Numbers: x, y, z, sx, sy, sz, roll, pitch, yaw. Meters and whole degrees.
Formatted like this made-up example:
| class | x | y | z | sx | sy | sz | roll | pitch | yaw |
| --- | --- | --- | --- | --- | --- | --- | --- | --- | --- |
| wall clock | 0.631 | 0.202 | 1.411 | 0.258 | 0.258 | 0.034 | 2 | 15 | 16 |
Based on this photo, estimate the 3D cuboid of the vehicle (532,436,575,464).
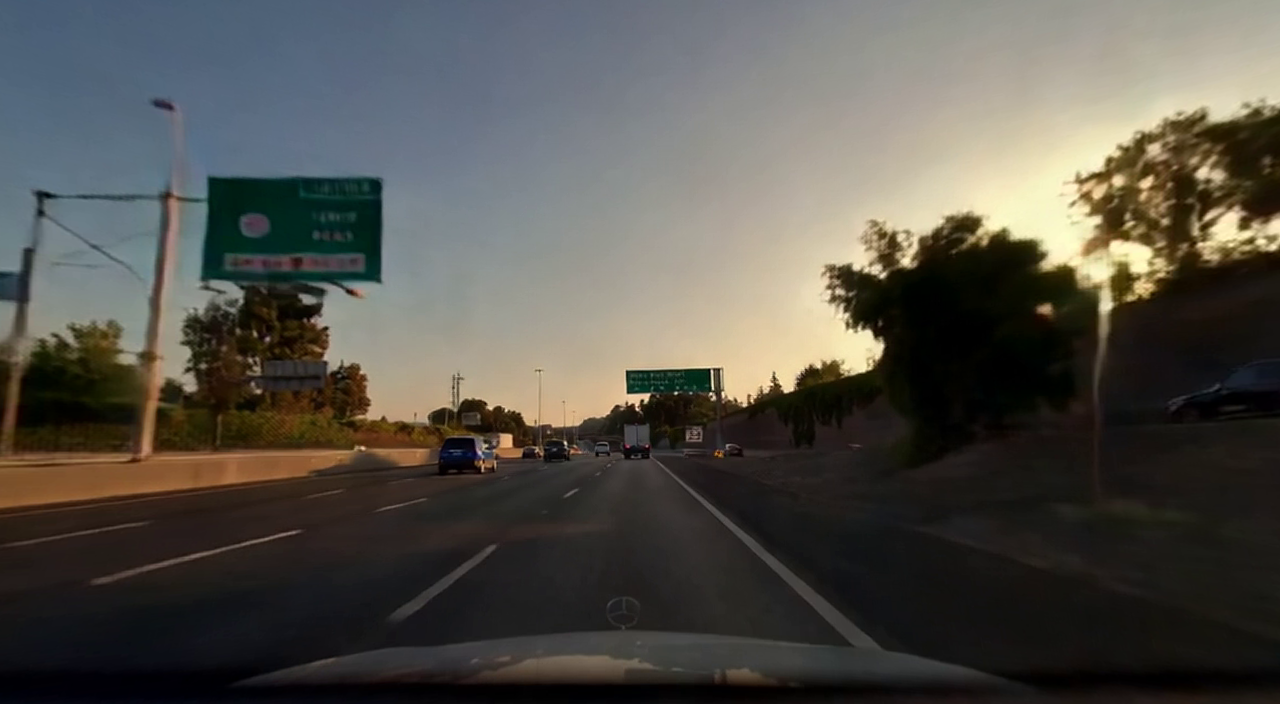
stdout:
| class | x | y | z | sx | sy | sz | roll | pitch | yaw |
| --- | --- | --- | --- | --- | --- | --- | --- | --- | --- |
| vehicle | -6.533 | 7.497 | 48.350 | 2.502 | 1.997 | 5.697 | 0 | -9 | 0 |

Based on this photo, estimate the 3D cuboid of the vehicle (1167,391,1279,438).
| class | x | y | z | sx | sy | sz | roll | pitch | yaw |
| --- | --- | --- | --- | --- | --- | --- | --- | --- | --- |
| vehicle | 23.334 | 2.228 | 22.640 | 2.401 | 1.540 | 6.222 | 2 | -10 | -18 |

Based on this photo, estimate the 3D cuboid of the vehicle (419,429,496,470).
| class | x | y | z | sx | sy | sz | roll | pitch | yaw |
| --- | --- | --- | --- | --- | --- | --- | --- | --- | --- |
| vehicle | -10.609 | 5.777 | 37.337 | 2.571 | 2.169 | 6.443 | 0 | -9 | 1 |
